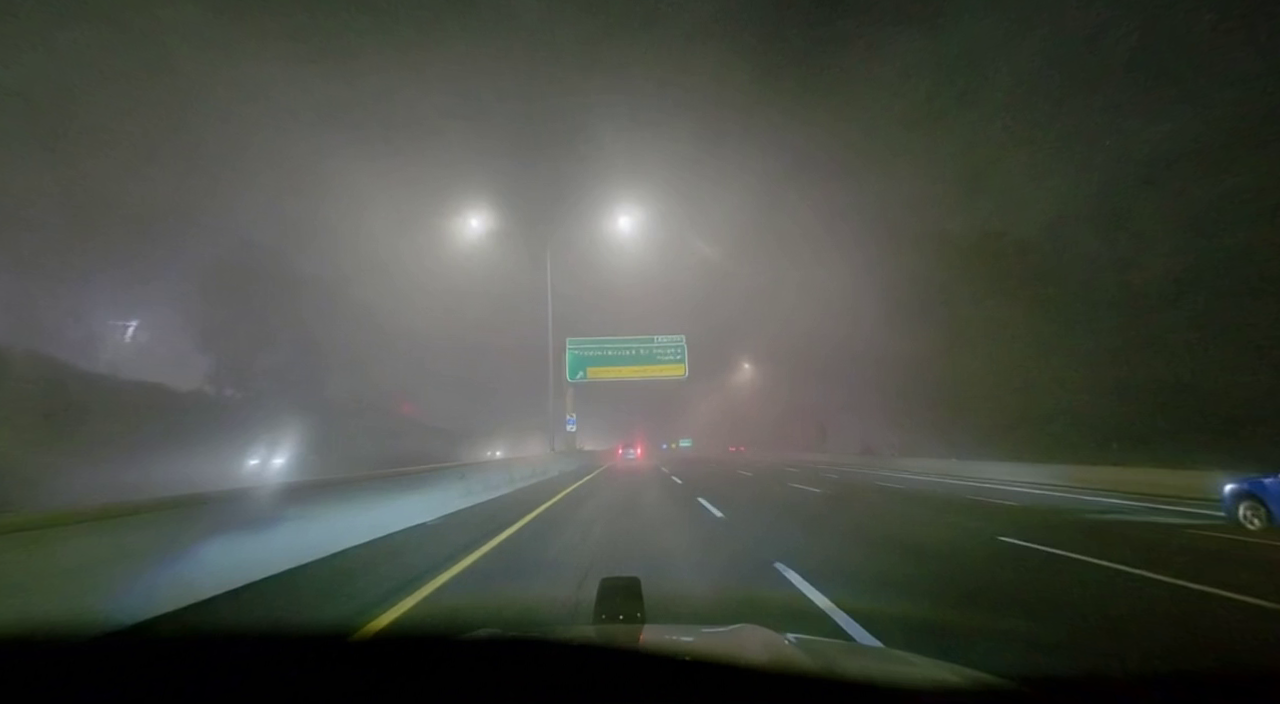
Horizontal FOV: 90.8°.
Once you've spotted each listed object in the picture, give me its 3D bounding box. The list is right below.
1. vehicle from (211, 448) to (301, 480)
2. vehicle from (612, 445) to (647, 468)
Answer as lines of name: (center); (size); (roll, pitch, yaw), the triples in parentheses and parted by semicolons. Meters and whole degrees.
vehicle: (-21.176, 6.176, 35.152); (2.001, 1.573, 4.861); (0, -8, -1)
vehicle: (-0.593, 6.235, 37.895); (2.004, 1.259, 3.781); (1, -8, 0)
